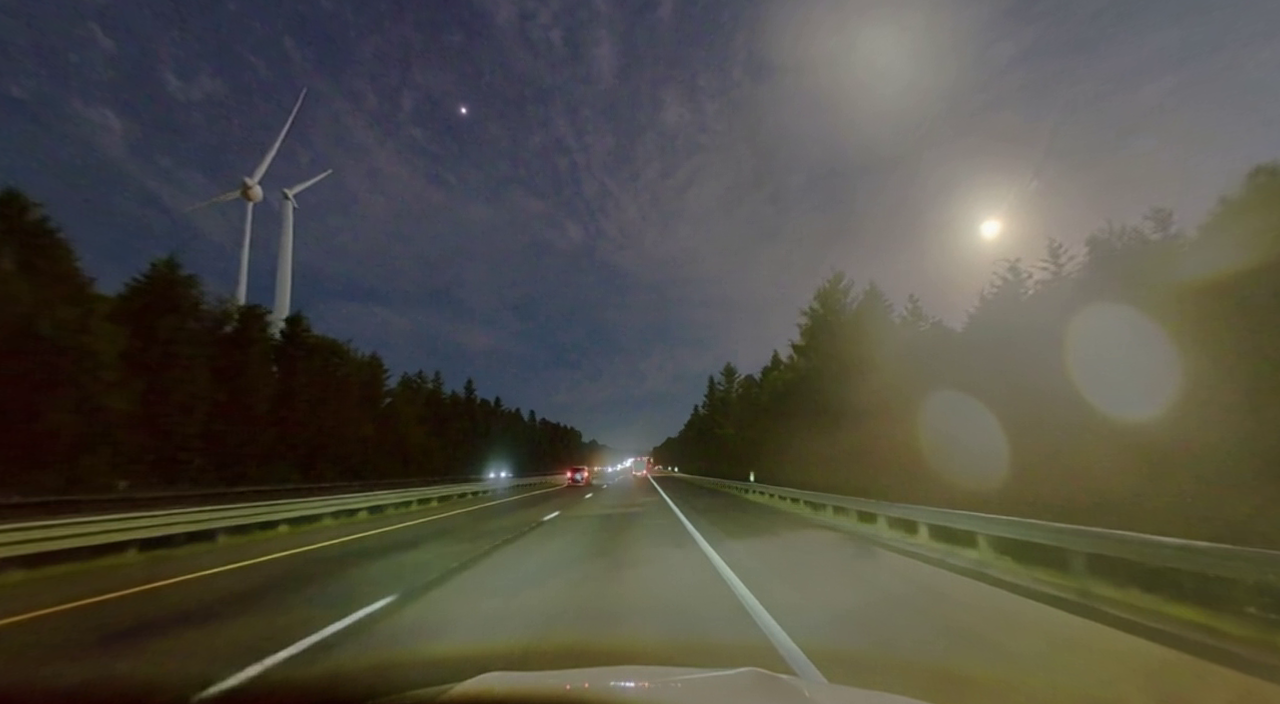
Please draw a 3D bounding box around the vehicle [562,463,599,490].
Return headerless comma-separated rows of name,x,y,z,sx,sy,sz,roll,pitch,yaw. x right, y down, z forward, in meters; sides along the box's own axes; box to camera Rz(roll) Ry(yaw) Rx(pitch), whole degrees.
vehicle,-4.033,8.549,43.471,2.124,1.705,4.440,1,-11,0
